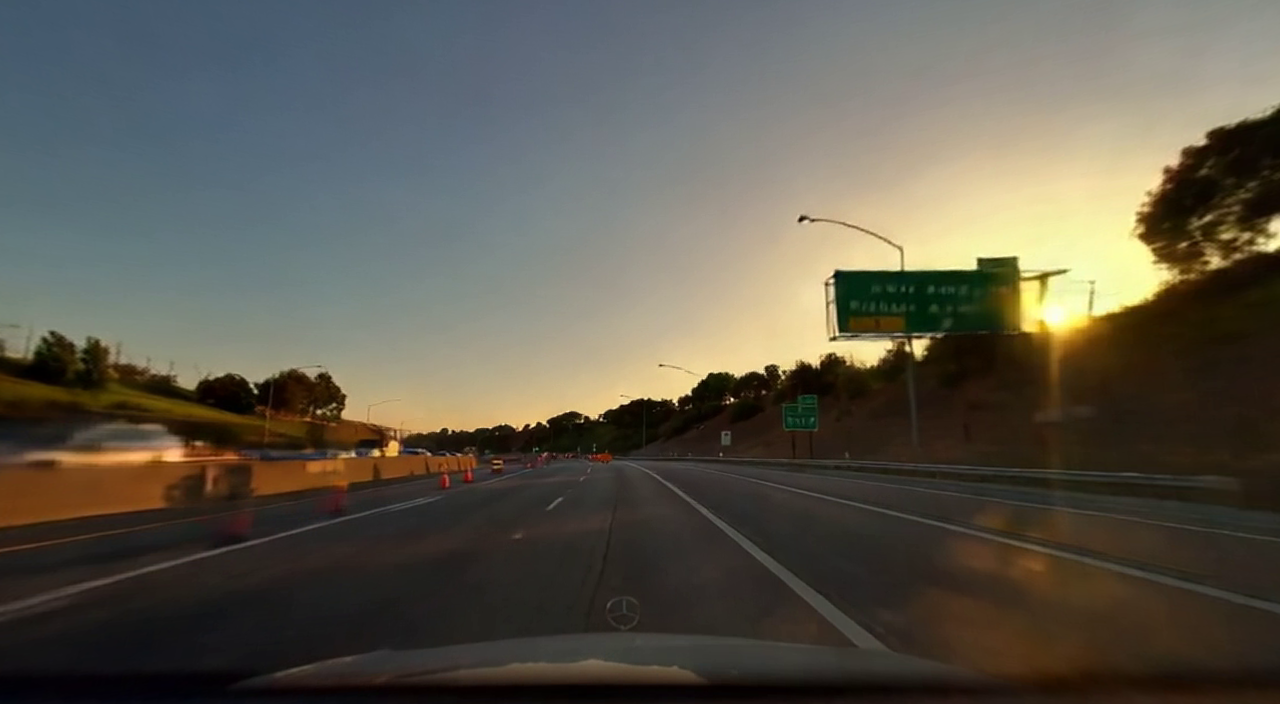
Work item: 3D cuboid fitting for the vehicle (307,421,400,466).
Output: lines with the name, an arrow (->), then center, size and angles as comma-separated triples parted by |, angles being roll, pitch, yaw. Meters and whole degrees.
vehicle -> -18.352, 6.080, 40.908 | 2.750, 2.474, 7.300 | 1, -11, -2

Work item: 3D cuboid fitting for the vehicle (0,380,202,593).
vehicle -> -7.416, 1.204, 5.477 | 2.690, 1.995, 6.270 | 0, -9, 0
